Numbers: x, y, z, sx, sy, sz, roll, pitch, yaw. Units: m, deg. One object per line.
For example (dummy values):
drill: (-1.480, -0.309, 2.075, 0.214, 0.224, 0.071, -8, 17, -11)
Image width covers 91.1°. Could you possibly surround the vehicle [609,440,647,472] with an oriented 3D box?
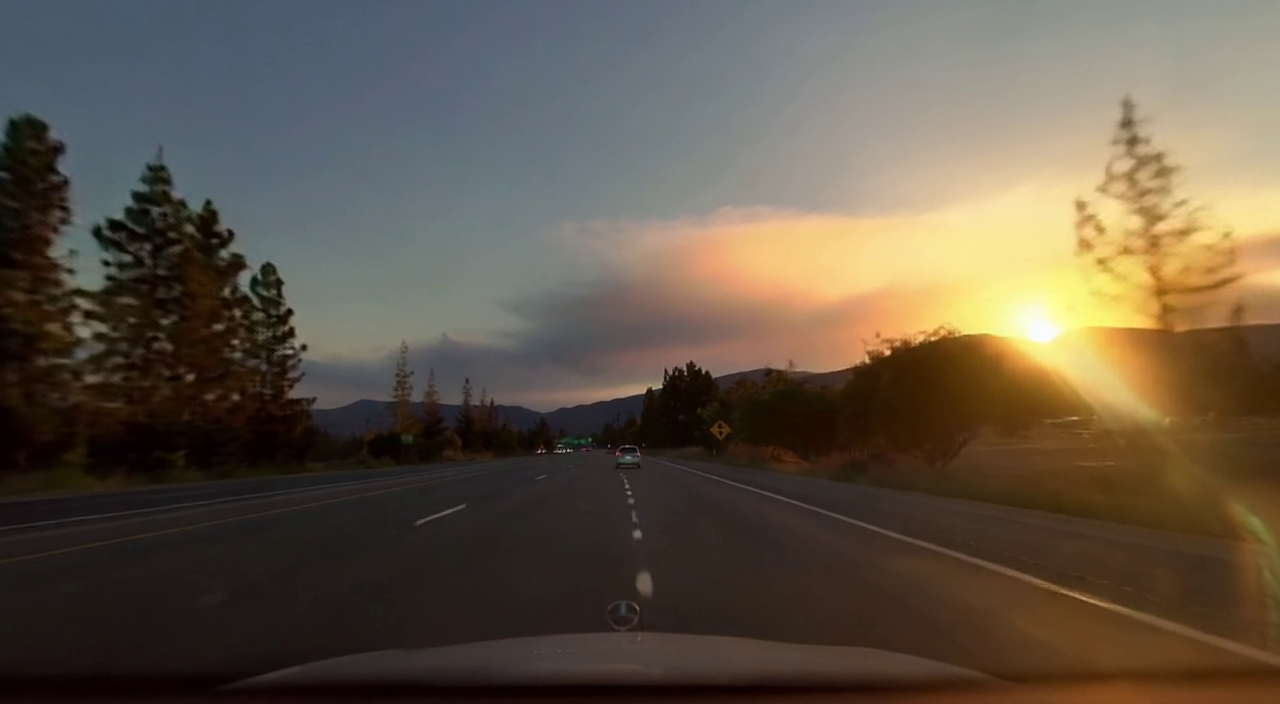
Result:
vehicle: (-0.690, 6.107, 37.098, 2.120, 1.715, 4.153, 0, -9, 0)
